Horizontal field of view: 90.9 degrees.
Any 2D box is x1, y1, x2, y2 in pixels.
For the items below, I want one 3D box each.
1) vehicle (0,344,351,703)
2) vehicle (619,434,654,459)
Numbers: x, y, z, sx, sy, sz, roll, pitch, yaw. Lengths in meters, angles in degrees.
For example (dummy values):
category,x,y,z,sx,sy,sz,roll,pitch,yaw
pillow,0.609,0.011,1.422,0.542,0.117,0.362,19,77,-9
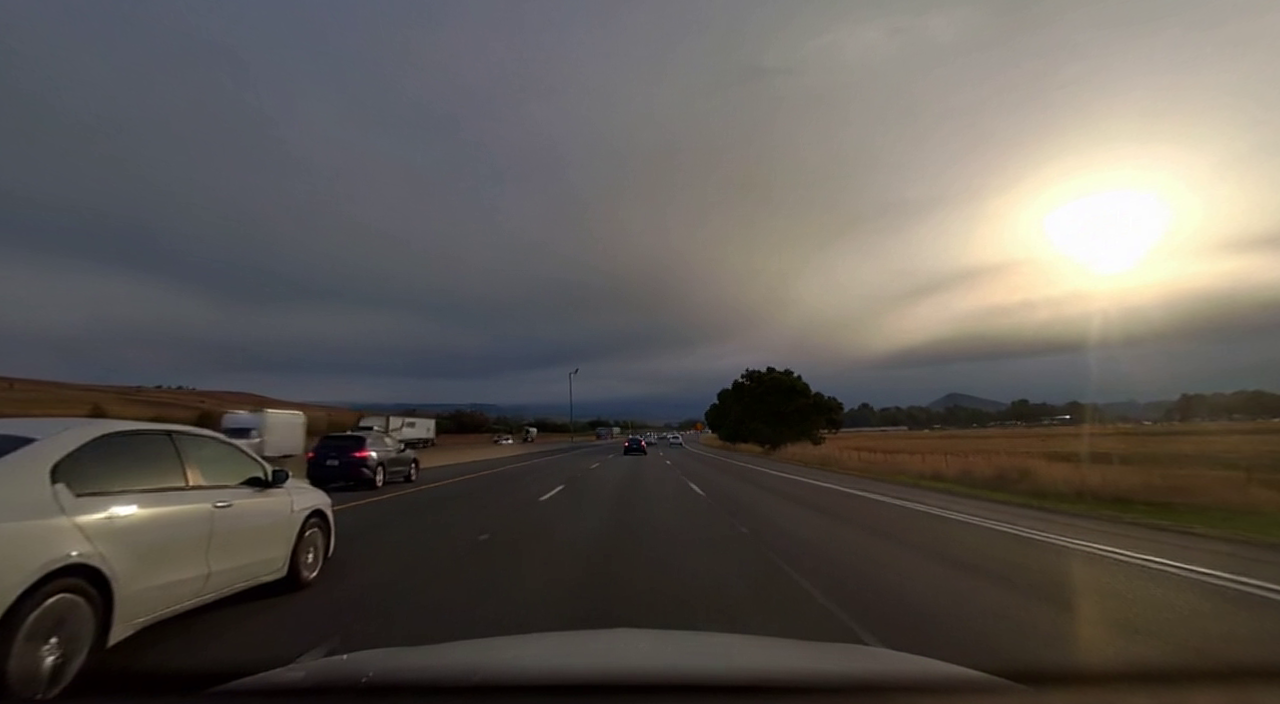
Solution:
category,x,y,z,sx,sy,sz,roll,pitch,yaw
vehicle,-3.839,0.971,3.824,2.070,1.703,4.452,0,-8,0
vehicle,-0.230,5.945,39.751,2.140,1.475,3.969,0,-8,0
